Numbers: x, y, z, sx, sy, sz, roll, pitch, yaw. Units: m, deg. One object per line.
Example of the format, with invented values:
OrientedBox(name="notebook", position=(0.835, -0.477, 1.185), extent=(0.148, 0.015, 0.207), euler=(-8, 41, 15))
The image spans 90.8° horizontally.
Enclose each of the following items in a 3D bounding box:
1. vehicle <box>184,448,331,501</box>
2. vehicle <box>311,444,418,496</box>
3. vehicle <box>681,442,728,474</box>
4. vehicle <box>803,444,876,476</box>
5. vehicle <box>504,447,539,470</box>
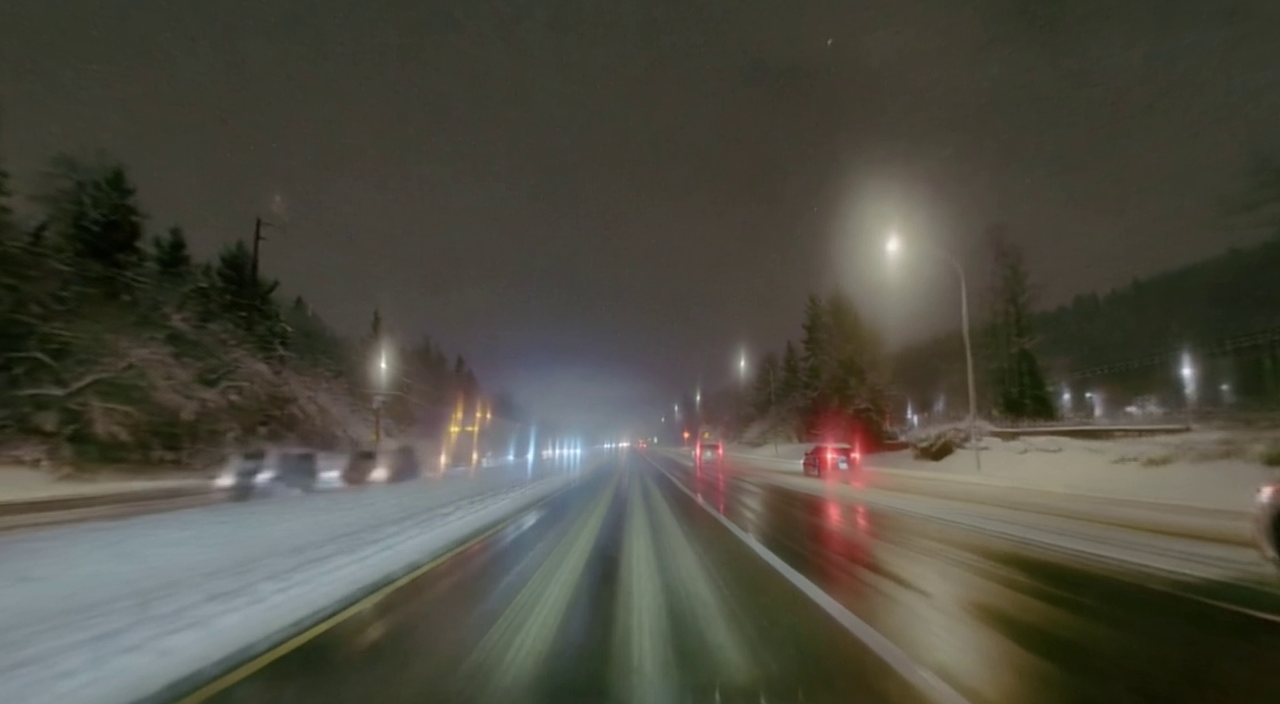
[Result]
OrientedBox(name="vehicle", position=(-11.975, 3.830, 20.219), extent=(1.911, 1.468, 4.434), euler=(0, -9, 0))
OrientedBox(name="vehicle", position=(-8.488, 3.641, 19.820), extent=(1.798, 1.465, 3.431), euler=(0, -9, 0))
OrientedBox(name="vehicle", position=(3.433, 5.715, 34.257), extent=(2.018, 1.600, 4.121), euler=(0, -9, -2))
OrientedBox(name="vehicle", position=(10.181, 5.545, 32.774), extent=(1.987, 1.502, 5.130), euler=(0, -9, -2))
OrientedBox(name="vehicle", position=(-7.504, 6.785, 40.343), extent=(1.543, 1.401, 3.404), euler=(0, -9, 1))
